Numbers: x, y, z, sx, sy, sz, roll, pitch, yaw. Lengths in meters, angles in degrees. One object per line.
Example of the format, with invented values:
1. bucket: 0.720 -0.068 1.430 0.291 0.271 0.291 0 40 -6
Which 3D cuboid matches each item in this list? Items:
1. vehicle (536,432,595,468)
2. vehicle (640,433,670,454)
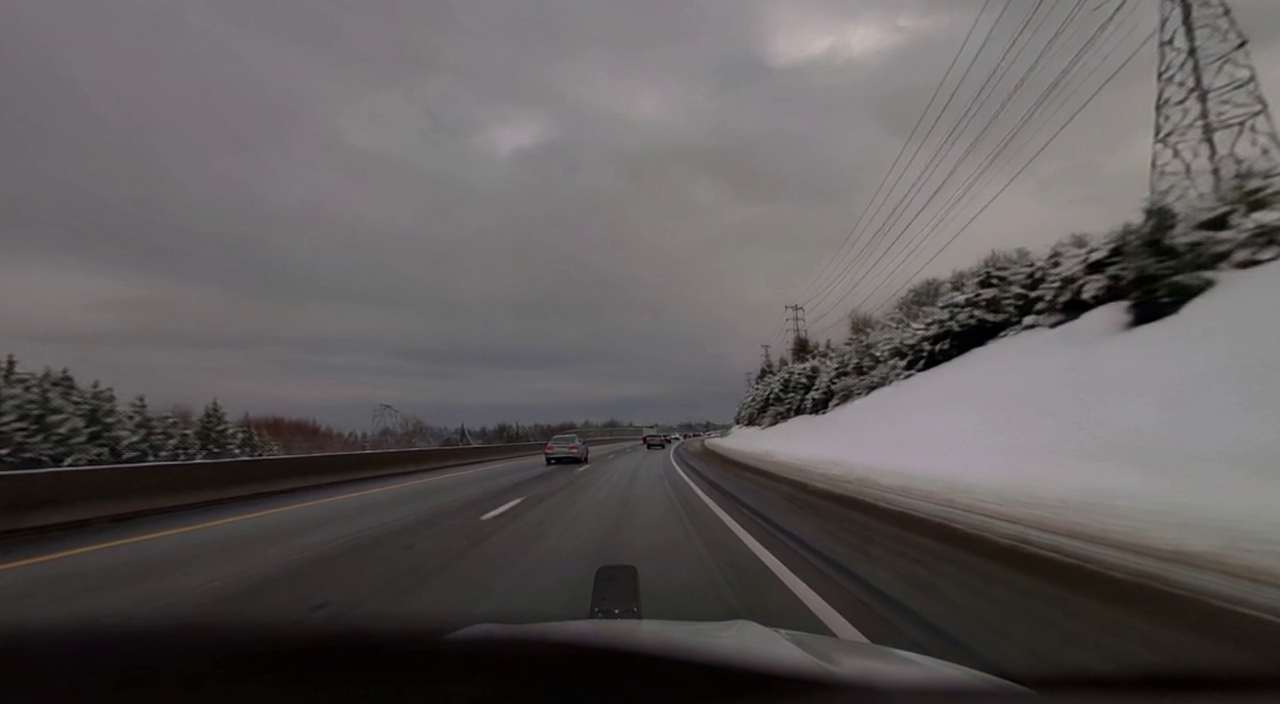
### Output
1. vehicle: -3.345 4.471 29.042 2.030 1.522 4.250 0 -8 2
2. vehicle: 1.185 6.902 47.515 2.077 1.523 4.206 0 -8 3
